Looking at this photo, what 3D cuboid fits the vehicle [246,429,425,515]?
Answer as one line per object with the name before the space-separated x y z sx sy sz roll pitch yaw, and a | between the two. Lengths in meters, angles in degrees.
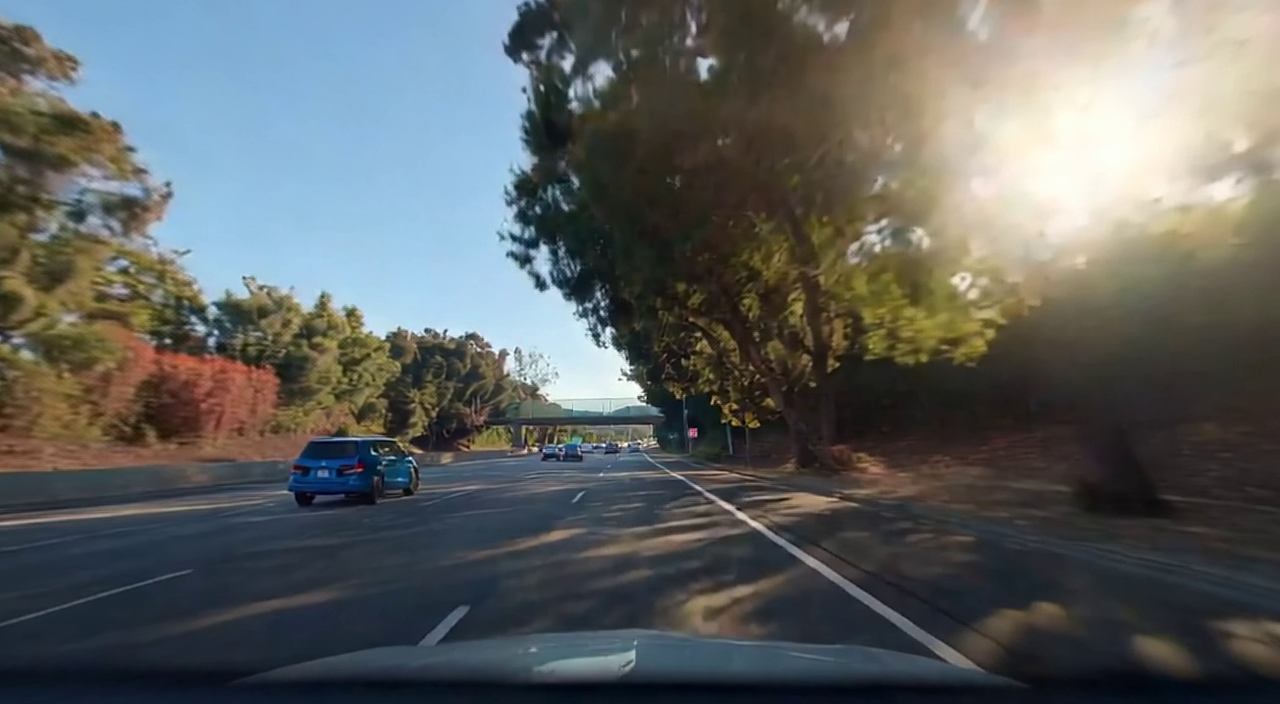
vehicle | -7.106 2.846 15.439 2.146 1.766 4.502 0 -9 -1
